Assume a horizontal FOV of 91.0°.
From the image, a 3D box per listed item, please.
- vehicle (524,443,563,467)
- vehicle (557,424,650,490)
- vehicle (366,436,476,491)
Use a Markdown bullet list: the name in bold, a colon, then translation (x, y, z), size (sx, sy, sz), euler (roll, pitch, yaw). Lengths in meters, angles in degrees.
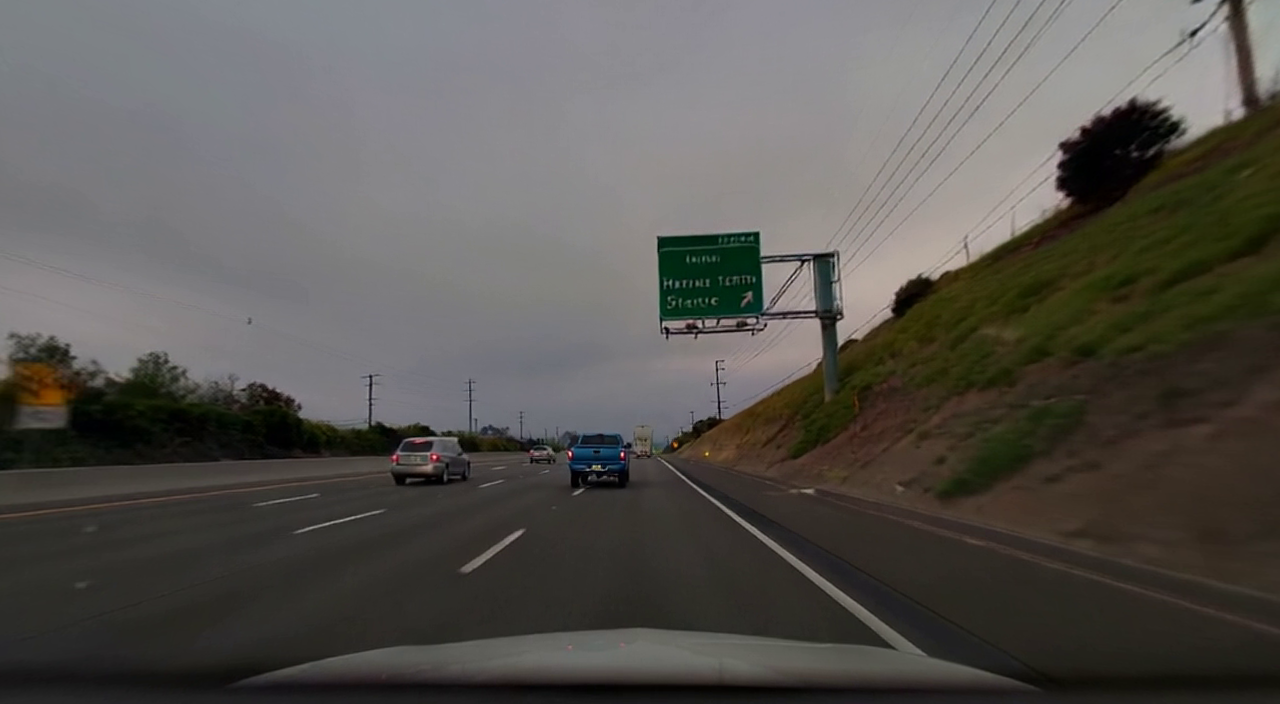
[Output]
- **vehicle**: translation (-7.354, 7.867, 48.369), size (2.143, 1.688, 4.776), euler (0, -9, 1)
- **vehicle**: translation (-1.152, 3.830, 23.337), size (2.972, 2.087, 6.126), euler (0, -9, 0)
- **vehicle**: translation (-7.172, 3.685, 21.191), size (2.055, 1.618, 4.457), euler (0, -9, 1)
